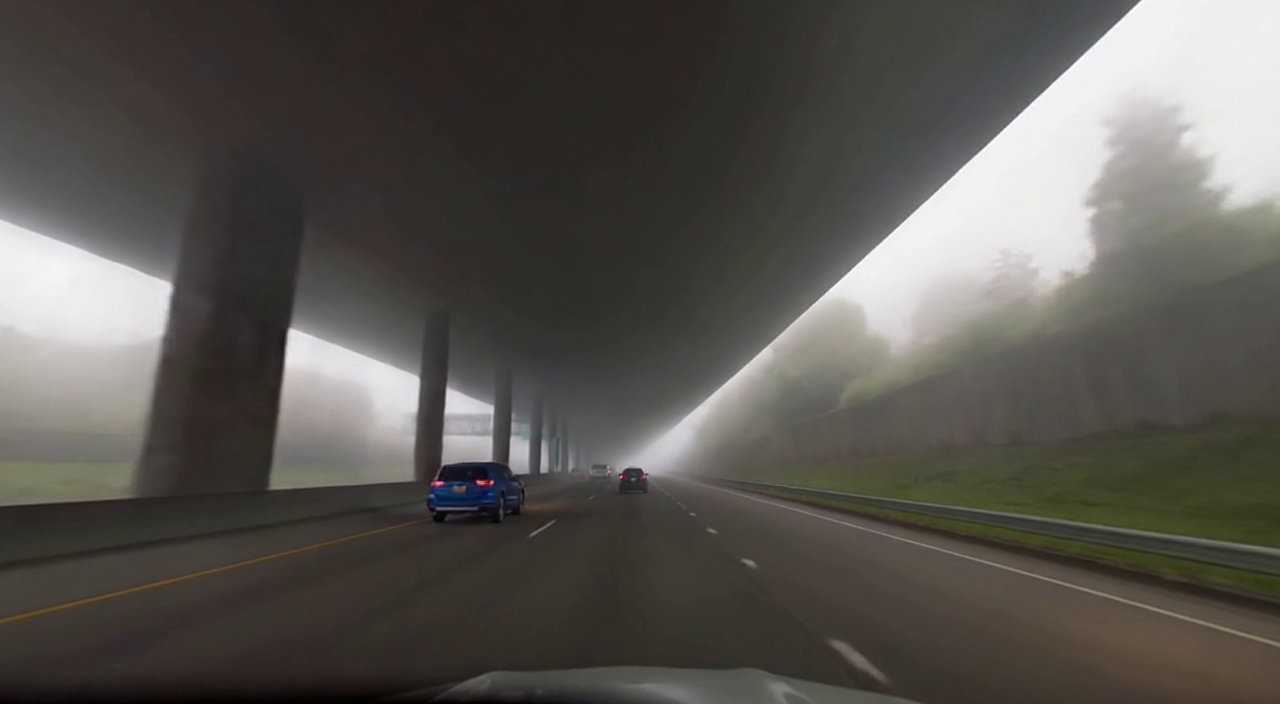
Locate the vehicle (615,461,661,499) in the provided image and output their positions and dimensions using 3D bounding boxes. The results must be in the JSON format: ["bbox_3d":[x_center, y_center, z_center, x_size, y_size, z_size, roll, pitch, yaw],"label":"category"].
[{"bbox_3d":[-0.094,5.980,29.585,1.992,1.601,3.762,1,-10,-1],"label":"vehicle"}]

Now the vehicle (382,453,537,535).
[{"bbox_3d":[-3.871,3.170,14.524,2.102,1.521,4.687,1,-10,1],"label":"vehicle"}]
